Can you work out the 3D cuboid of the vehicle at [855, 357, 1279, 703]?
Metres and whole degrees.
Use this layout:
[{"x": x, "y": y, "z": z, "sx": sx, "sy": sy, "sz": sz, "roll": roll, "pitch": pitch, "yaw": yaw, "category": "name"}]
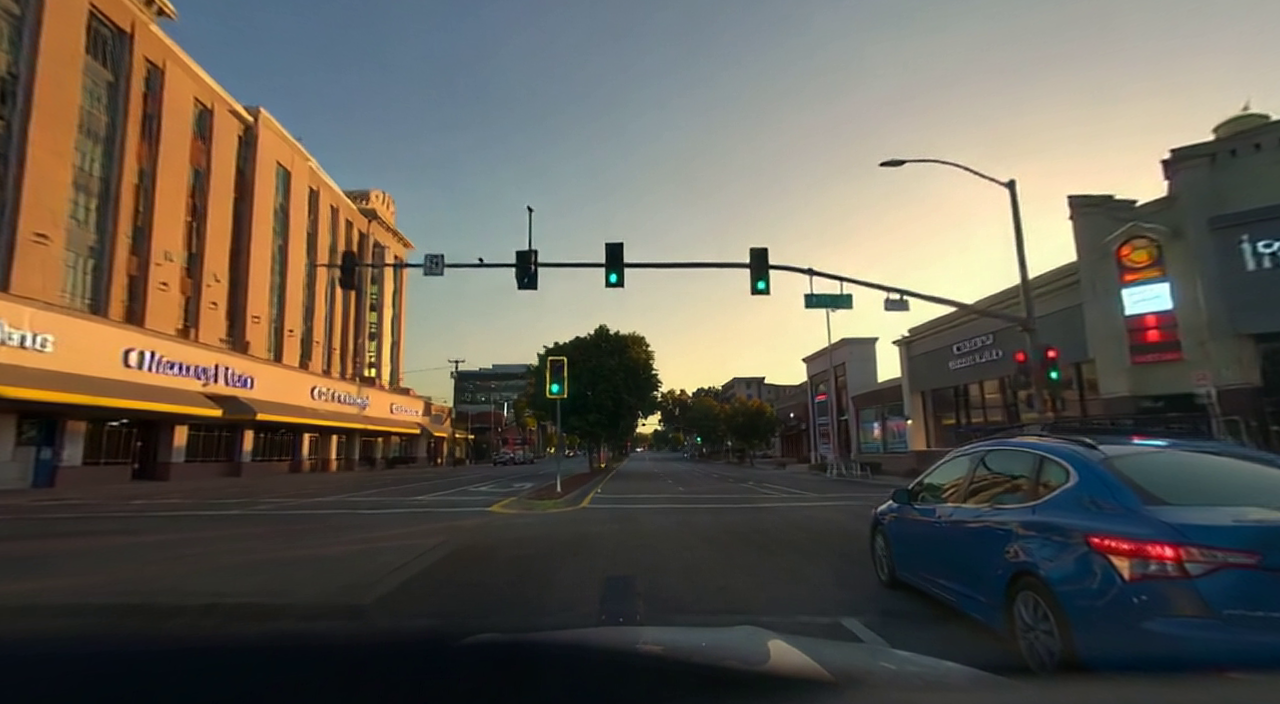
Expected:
[{"x": 3.246, "y": 1.109, "z": 3.963, "sx": 2.015, "sy": 1.641, "sz": 4.995, "roll": 0, "pitch": -9, "yaw": 0, "category": "vehicle"}]
